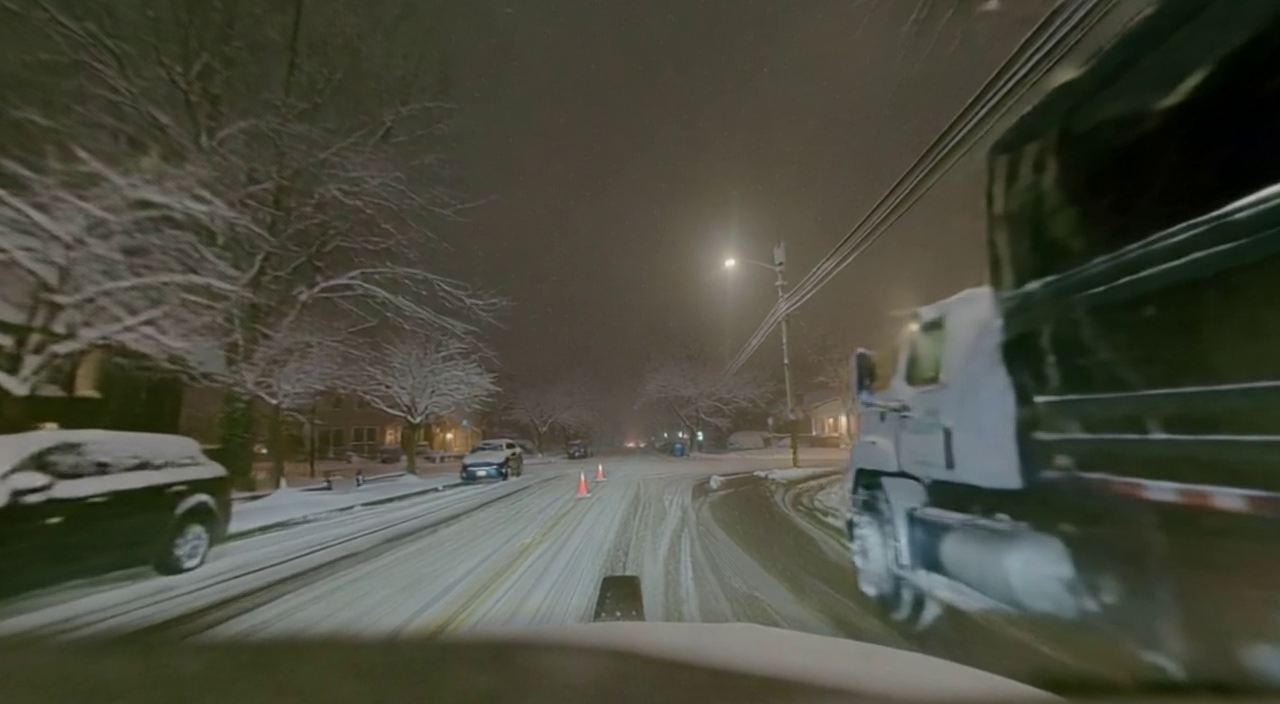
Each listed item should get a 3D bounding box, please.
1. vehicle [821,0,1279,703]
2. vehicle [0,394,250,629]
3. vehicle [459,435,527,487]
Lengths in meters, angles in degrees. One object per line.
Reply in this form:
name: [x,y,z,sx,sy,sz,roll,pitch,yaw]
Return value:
vehicle: [3.164,0.067,2.737,2.750,3.440,6.535,0,-8,0]
vehicle: [-6.230,1.492,6.038,2.210,1.849,4.638,-4,-8,-2]
vehicle: [-5.892,4.351,25.793,2.087,1.835,4.445,-1,-7,-6]
